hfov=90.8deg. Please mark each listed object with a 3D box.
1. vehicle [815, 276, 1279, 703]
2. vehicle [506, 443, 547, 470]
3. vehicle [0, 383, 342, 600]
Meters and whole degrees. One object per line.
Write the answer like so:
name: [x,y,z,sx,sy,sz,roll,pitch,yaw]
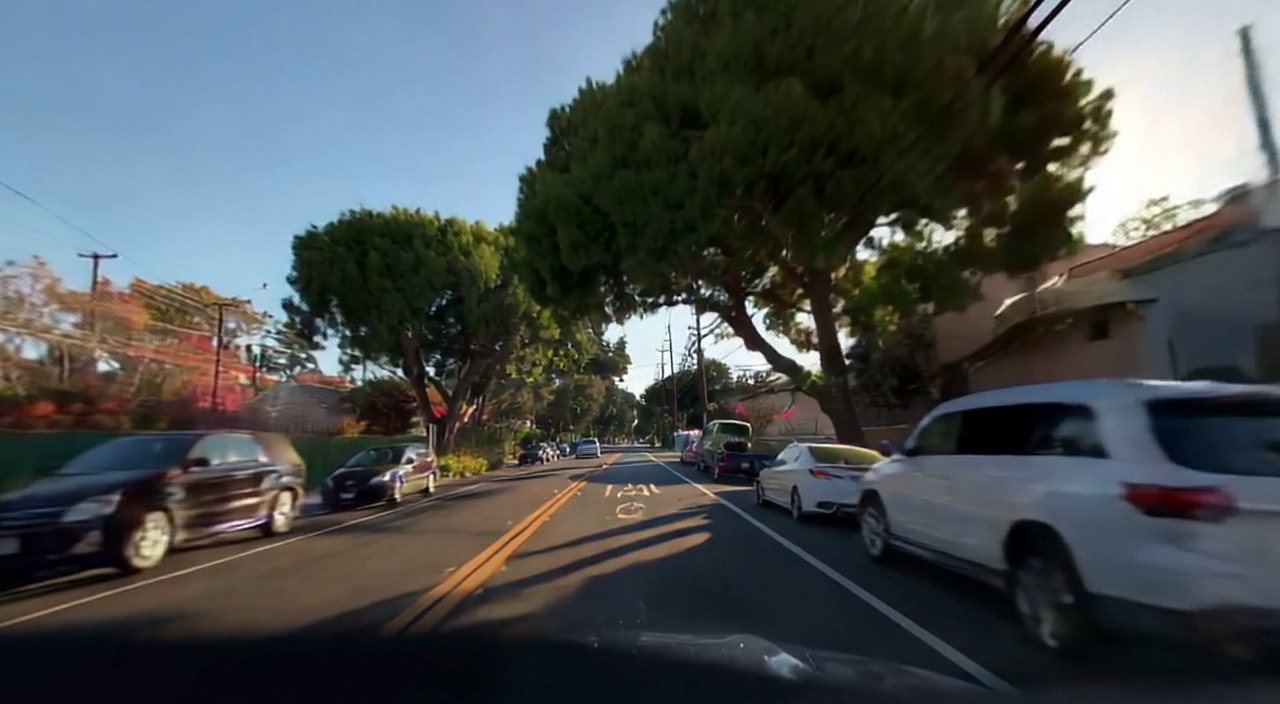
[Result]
vehicle: [3.291,1.089,5.052,2.053,2.005,5.495,0,-8,-2]
vehicle: [-7.005,6.454,39.356,1.866,1.487,4.416,-1,-8,-2]
vehicle: [-6.713,1.774,9.060,2.268,2.154,5.321,1,-8,0]
